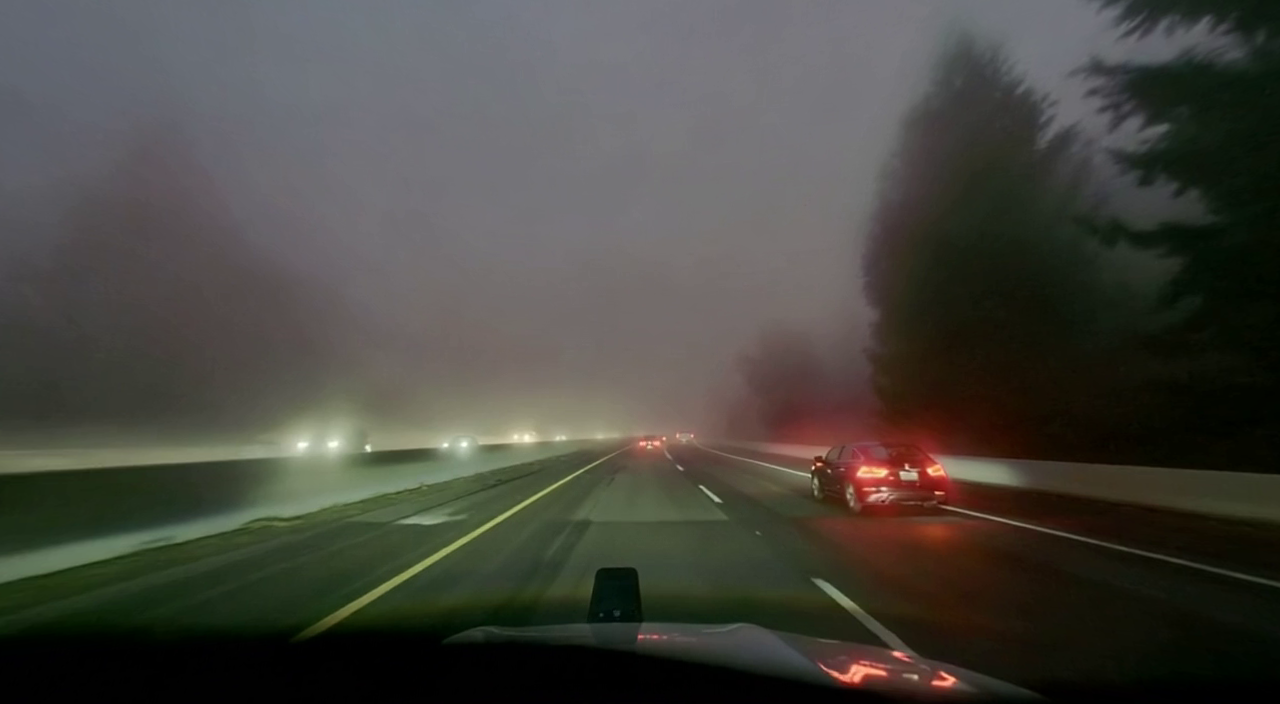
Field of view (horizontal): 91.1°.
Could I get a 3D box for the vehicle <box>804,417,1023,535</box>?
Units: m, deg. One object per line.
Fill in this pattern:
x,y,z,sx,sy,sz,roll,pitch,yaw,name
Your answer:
4.096,1.886,10.171,1.834,1.548,3.651,0,-8,-1,vehicle

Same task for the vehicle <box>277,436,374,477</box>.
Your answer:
-12.268,4.067,24.805,1.821,1.464,3.805,0,-8,0,vehicle

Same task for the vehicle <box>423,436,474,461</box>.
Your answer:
-12.058,6.064,39.825,1.842,1.454,4.299,-1,-7,0,vehicle

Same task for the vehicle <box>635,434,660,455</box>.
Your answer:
0.531,6.909,47.095,1.771,1.480,3.781,0,-8,0,vehicle
